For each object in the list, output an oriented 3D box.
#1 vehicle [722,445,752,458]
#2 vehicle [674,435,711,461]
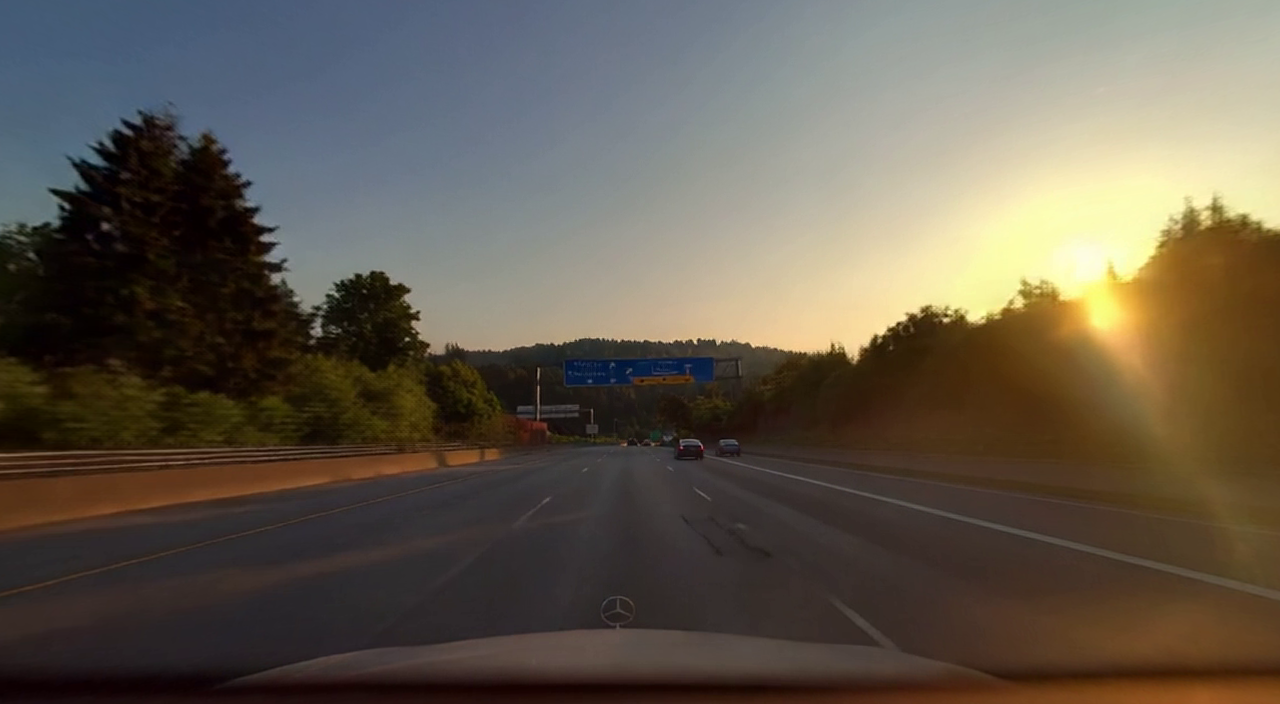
[{"bbox_3d":[6.836,7.020,44.546,1.535,0.862,2.814,0,-8,-4],"label":"vehicle"},{"bbox_3d":[3.194,5.943,39.206,1.819,1.468,3.770,0,-8,-3],"label":"vehicle"}]
